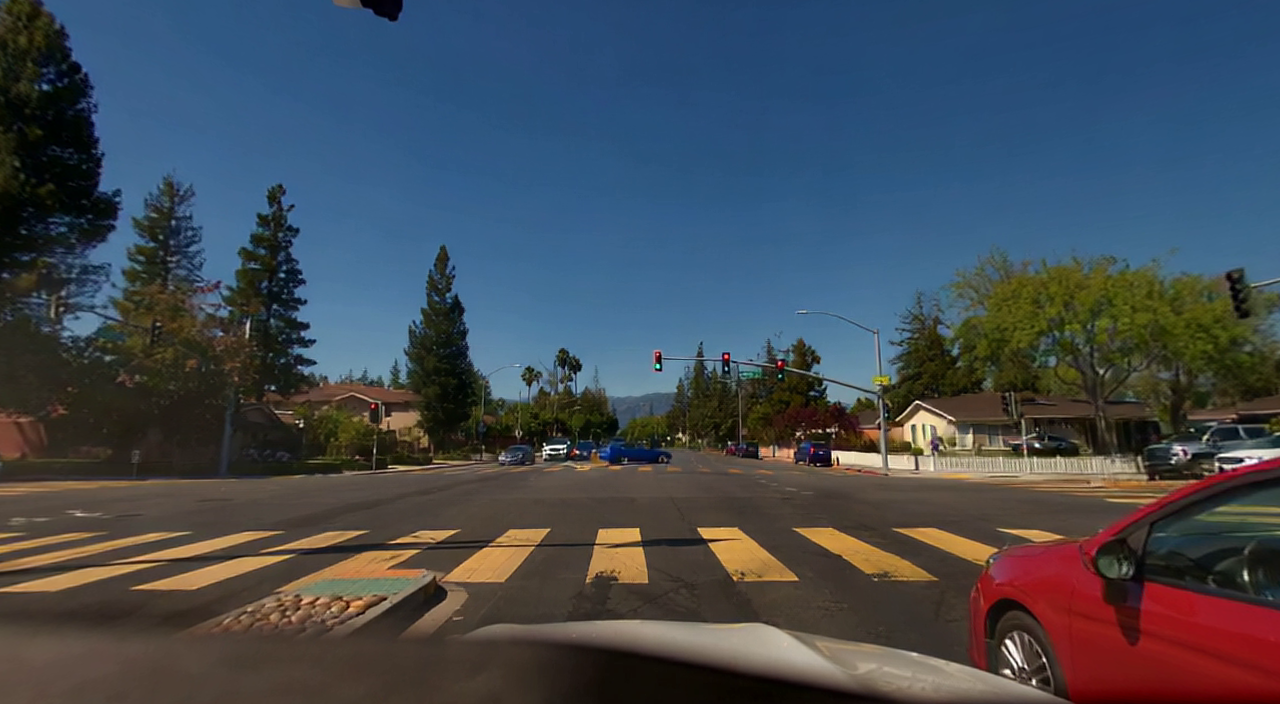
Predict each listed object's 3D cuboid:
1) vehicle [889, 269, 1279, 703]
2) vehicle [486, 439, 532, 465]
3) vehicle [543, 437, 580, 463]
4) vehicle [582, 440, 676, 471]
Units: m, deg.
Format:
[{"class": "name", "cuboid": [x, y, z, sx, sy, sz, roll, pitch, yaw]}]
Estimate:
[{"class": "vehicle", "cuboid": [2.705, 0.706, 1.712, 2.085, 1.800, 4.908, 0, -9, 1]}, {"class": "vehicle", "cuboid": [-8.951, 6.861, 43.622, 2.028, 1.654, 5.027, 0, -9, 1]}, {"class": "vehicle", "cuboid": [-5.531, 6.980, 44.985, 2.091, 1.707, 4.157, 0, -9, 0]}, {"class": "vehicle", "cuboid": [-0.512, 5.468, 33.647, 2.104, 1.518, 4.999, -8, -12, 43]}]
